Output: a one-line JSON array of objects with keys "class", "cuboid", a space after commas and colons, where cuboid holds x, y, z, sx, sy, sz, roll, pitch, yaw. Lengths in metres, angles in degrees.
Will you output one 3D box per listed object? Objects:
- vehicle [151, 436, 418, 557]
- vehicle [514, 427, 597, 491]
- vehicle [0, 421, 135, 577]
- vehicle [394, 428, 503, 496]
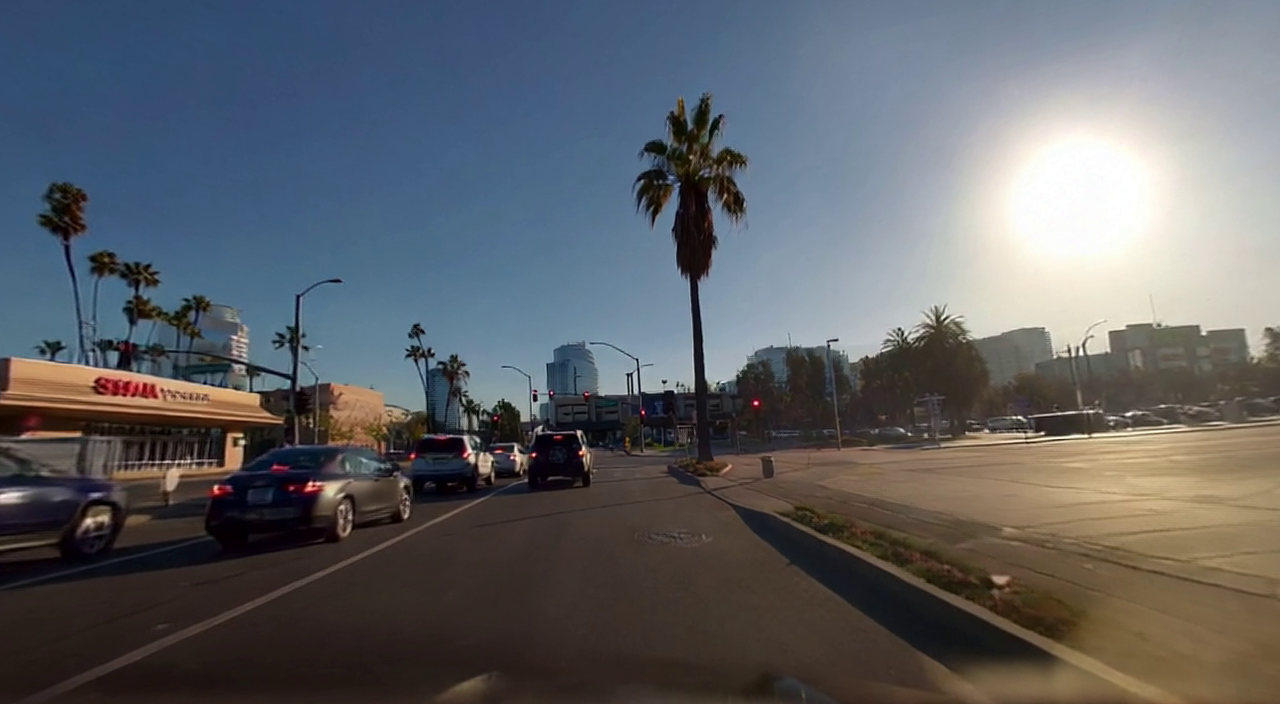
[{"class": "vehicle", "cuboid": [-5.538, 2.275, 10.780, 1.885, 1.567, 4.775, 0, -9, -2]}, {"class": "vehicle", "cuboid": [-2.483, 3.301, 19.731, 2.153, 1.759, 4.320, 0, -9, -2]}, {"class": "vehicle", "cuboid": [-8.811, 1.700, 7.120, 2.178, 1.864, 5.005, 0, -9, -2]}, {"class": "vehicle", "cuboid": [-5.850, 3.426, 20.036, 2.025, 1.862, 4.804, 0, -9, -1]}]
